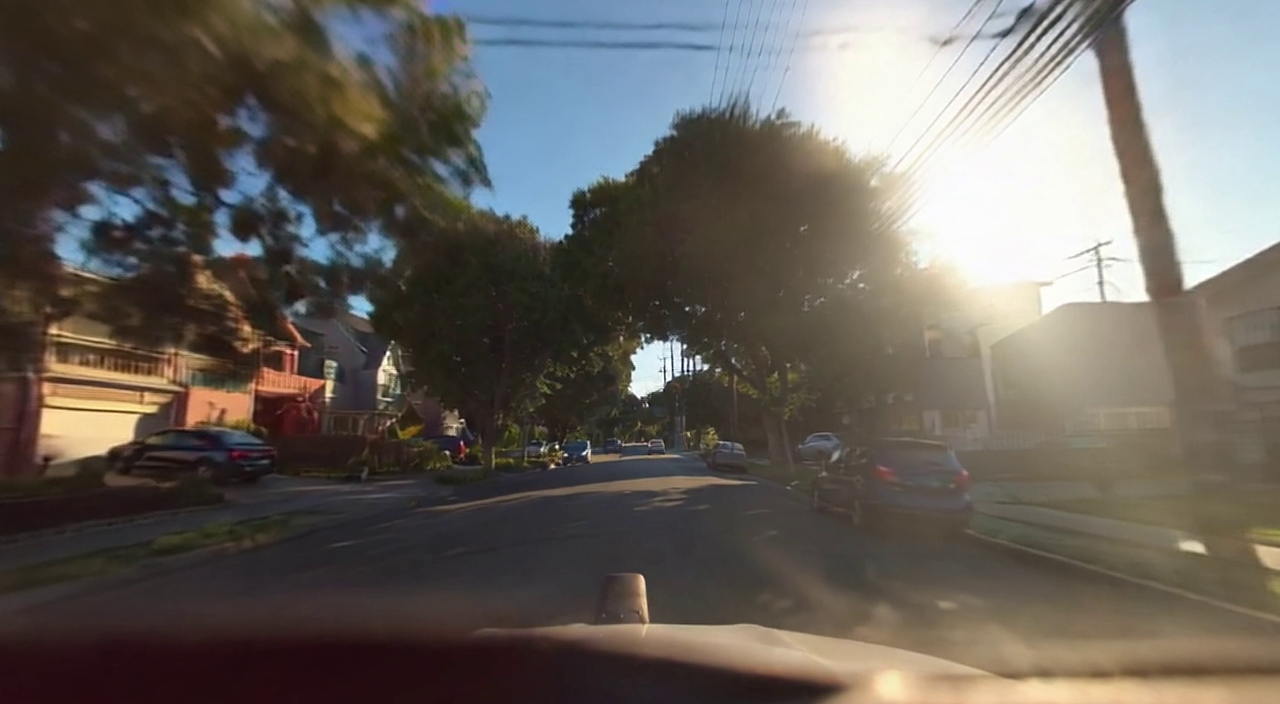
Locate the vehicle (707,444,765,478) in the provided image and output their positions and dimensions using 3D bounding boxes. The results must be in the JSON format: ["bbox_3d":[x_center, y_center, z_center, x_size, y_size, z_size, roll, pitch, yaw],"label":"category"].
[{"bbox_3d":[4.438,5.119,29.969,2.031,1.471,4.328,0,-8,-1],"label":"vehicle"}]

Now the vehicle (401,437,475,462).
[{"bbox_3d":[-13.883,6.693,43.393,4.702,1.675,1.984,-4,-9,27],"label":"vehicle"}]

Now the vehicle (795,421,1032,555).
[{"bbox_3d":[4.225,2.171,10.884,2.066,1.753,4.877,0,-8,3],"label":"vehicle"}]

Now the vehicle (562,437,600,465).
[{"bbox_3d":[-4.170,7.065,45.550,2.164,1.810,5.044,1,-7,1],"label":"vehicle"}]

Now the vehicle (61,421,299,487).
[{"bbox_3d":[-12.307,2.751,17.179,4.792,1.521,2.077,2,-8,1],"label":"vehicle"}]

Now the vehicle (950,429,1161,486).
[{"bbox_3d":[12.120,3.117,18.678,4.905,1.570,1.900,0,-10,-2],"label":"vehicle"}]
